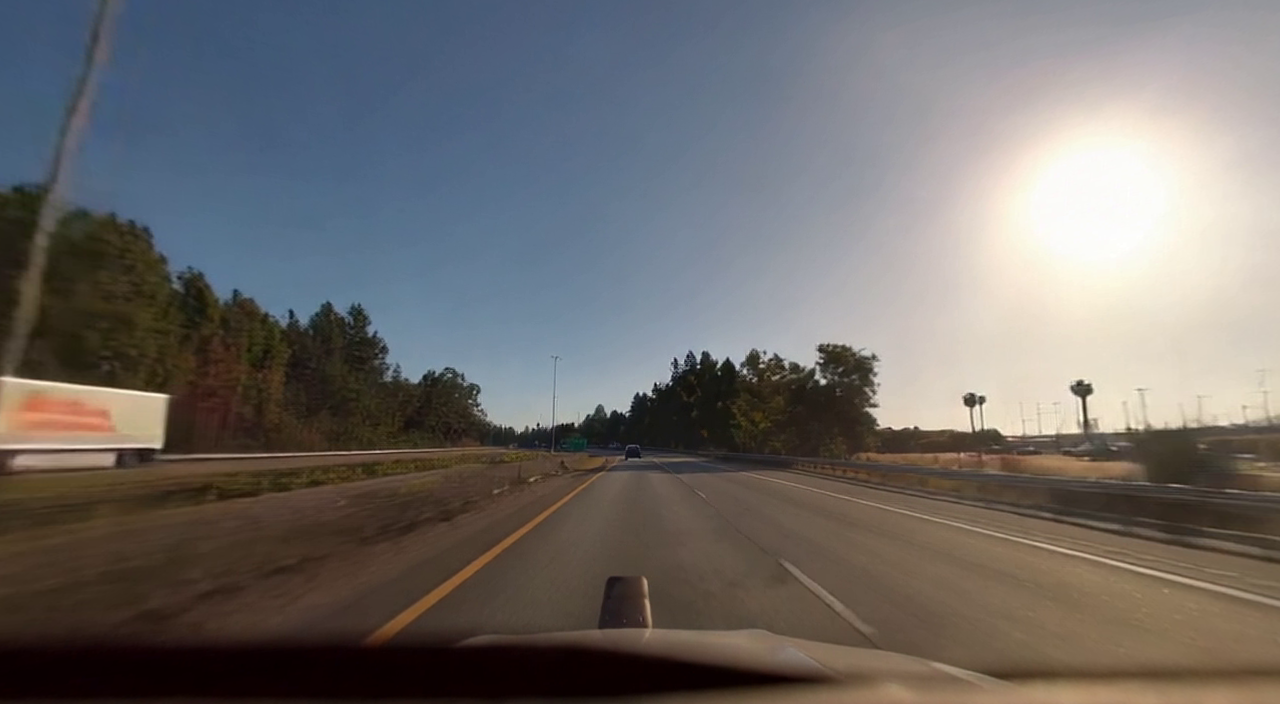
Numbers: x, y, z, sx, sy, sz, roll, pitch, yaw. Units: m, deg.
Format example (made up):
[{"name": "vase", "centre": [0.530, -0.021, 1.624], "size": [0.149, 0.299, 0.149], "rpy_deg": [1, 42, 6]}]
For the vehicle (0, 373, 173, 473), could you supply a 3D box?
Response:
[{"name": "vehicle", "centre": [-28.477, 3.175, 27.709], "size": [2.960, 4.169, 16.960], "rpy_deg": [0, -8, 0]}]
